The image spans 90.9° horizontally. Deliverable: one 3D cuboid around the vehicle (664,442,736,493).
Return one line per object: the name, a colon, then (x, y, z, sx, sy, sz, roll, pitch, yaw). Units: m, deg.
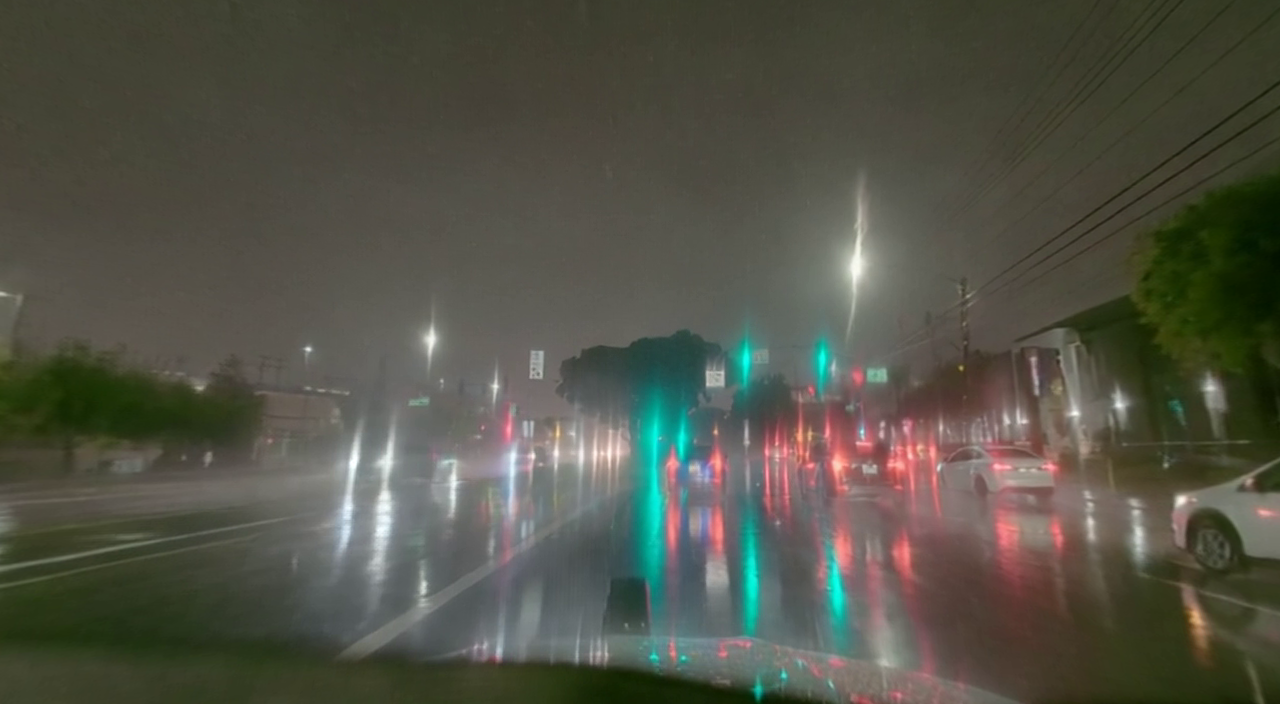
vehicle: (2.111, 3.827, 21.292, 2.168, 1.527, 4.174, -1, -9, 8)

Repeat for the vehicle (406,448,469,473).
vehicle: (-12.922, 6.931, 40.622, 1.905, 1.469, 4.825, -1, -9, 8)

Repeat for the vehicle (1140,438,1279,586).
vehicle: (7.346, 1.527, 5.822, 1.866, 1.471, 4.478, 0, -9, 2)

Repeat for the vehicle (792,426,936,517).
vehicle: (5.158, 2.804, 15.354, 2.119, 1.810, 4.848, -1, -9, 5)

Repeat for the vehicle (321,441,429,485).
vehicle: (-11.181, 4.710, 27.074, 2.057, 1.705, 4.754, -1, -9, 8)

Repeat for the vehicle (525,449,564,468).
vehicle: (-7.371, 8.305, 49.277, 1.779, 1.388, 4.210, -1, -9, 9)

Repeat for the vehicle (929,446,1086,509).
vehicle: (9.786, 3.315, 17.282, 1.882, 1.463, 4.543, -1, -9, 5)

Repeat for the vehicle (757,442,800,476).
vehicle: (7.138, 5.515, 32.804, 1.896, 1.612, 4.203, -1, -9, 9)
